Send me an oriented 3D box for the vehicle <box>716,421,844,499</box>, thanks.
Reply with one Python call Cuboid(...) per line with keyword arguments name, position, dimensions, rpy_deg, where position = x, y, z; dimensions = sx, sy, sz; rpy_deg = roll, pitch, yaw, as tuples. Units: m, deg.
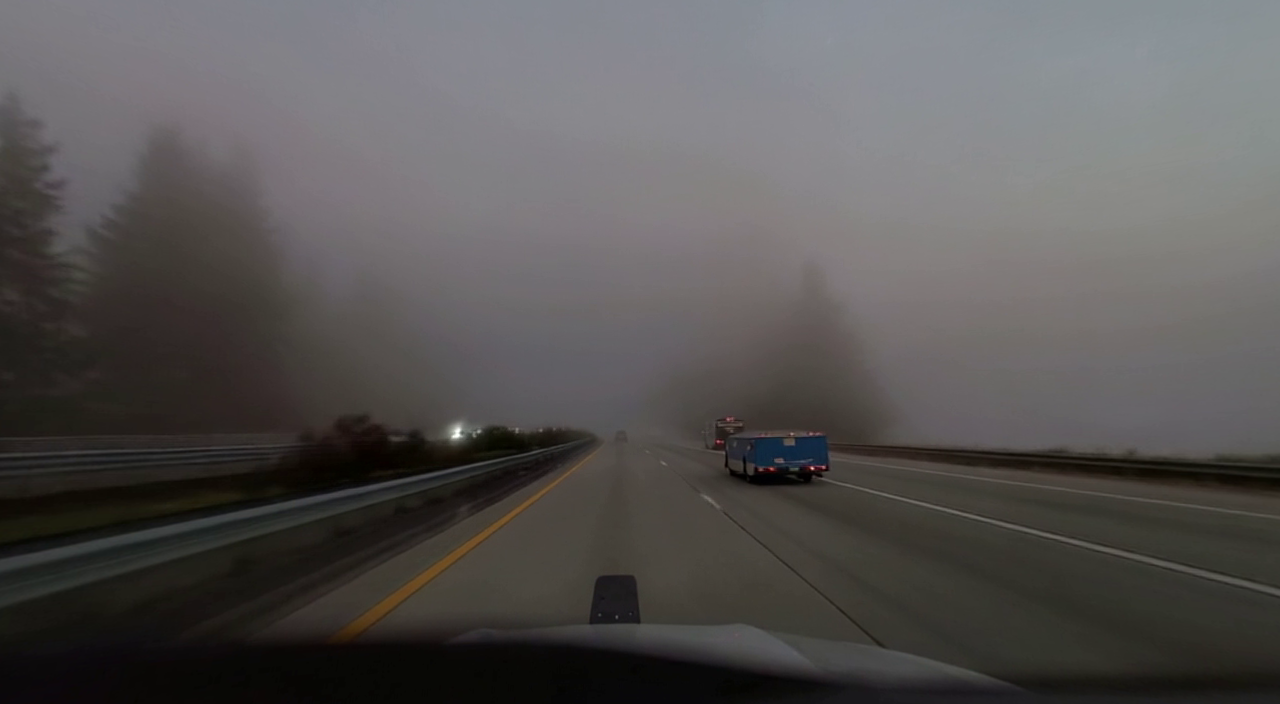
Cuboid(name="vehicle", position=(3.088, 2.461, 14.811), dimensions=(2.002, 1.569, 3.845), rpy_deg=(0, -8, -2))
